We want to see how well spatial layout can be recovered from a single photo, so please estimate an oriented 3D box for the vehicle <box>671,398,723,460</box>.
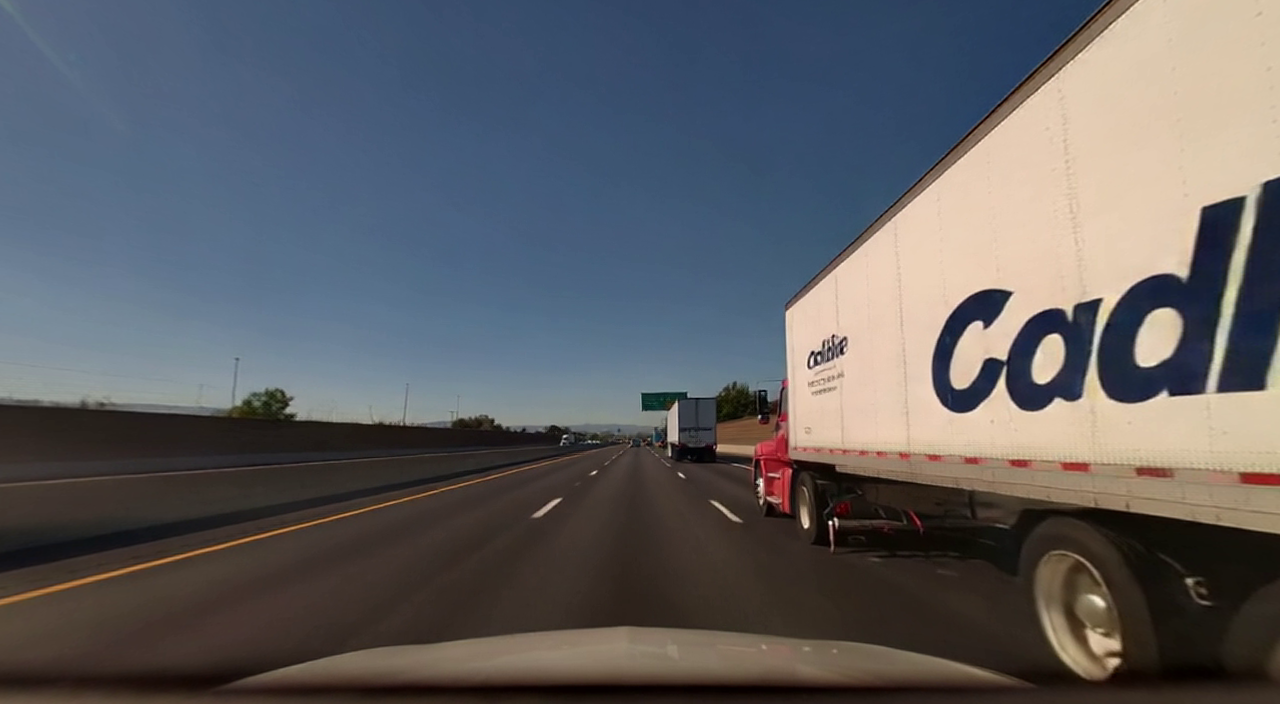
[{"bbox_3d":[3.894,5.615,44.997,2.840,3.947,8.920,0,-8,0],"label":"vehicle"}]
